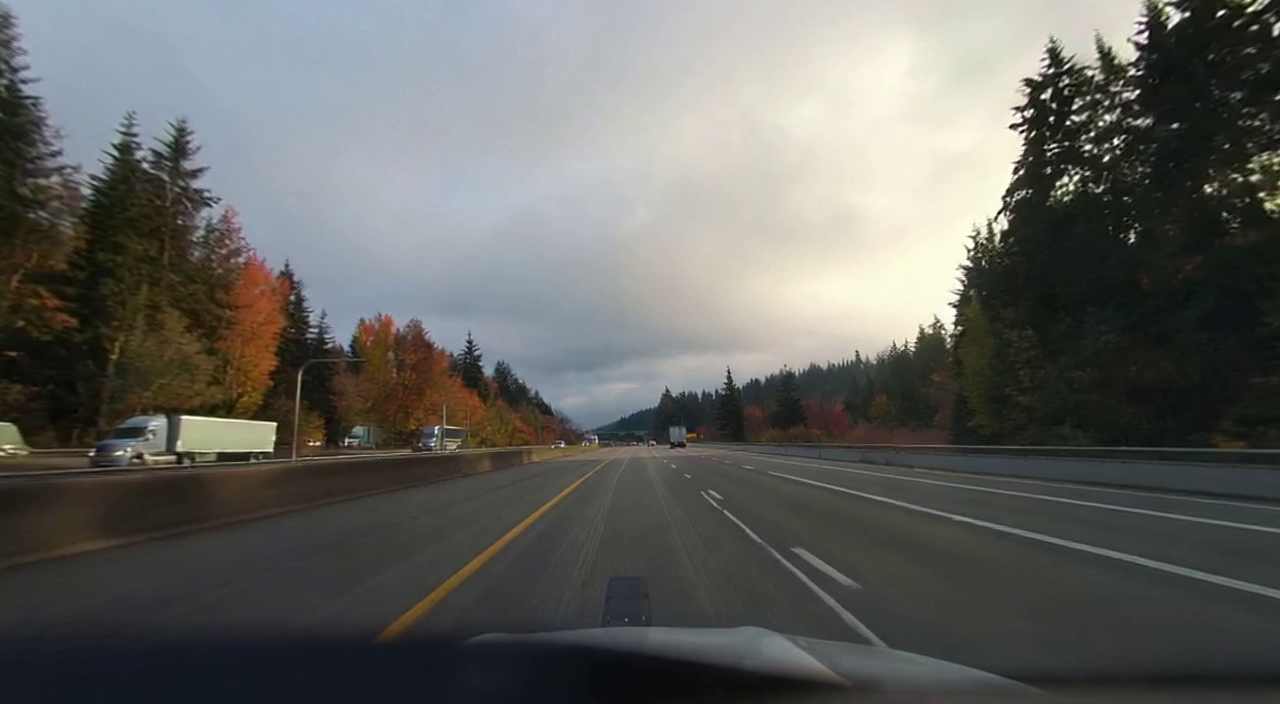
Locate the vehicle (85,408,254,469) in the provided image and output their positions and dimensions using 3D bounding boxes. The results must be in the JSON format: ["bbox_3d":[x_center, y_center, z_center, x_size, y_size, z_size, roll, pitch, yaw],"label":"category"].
[{"bbox_3d":[-31.797,6.040,43.544,2.923,3.656,11.414,0,-8,-1],"label":"vehicle"}]
